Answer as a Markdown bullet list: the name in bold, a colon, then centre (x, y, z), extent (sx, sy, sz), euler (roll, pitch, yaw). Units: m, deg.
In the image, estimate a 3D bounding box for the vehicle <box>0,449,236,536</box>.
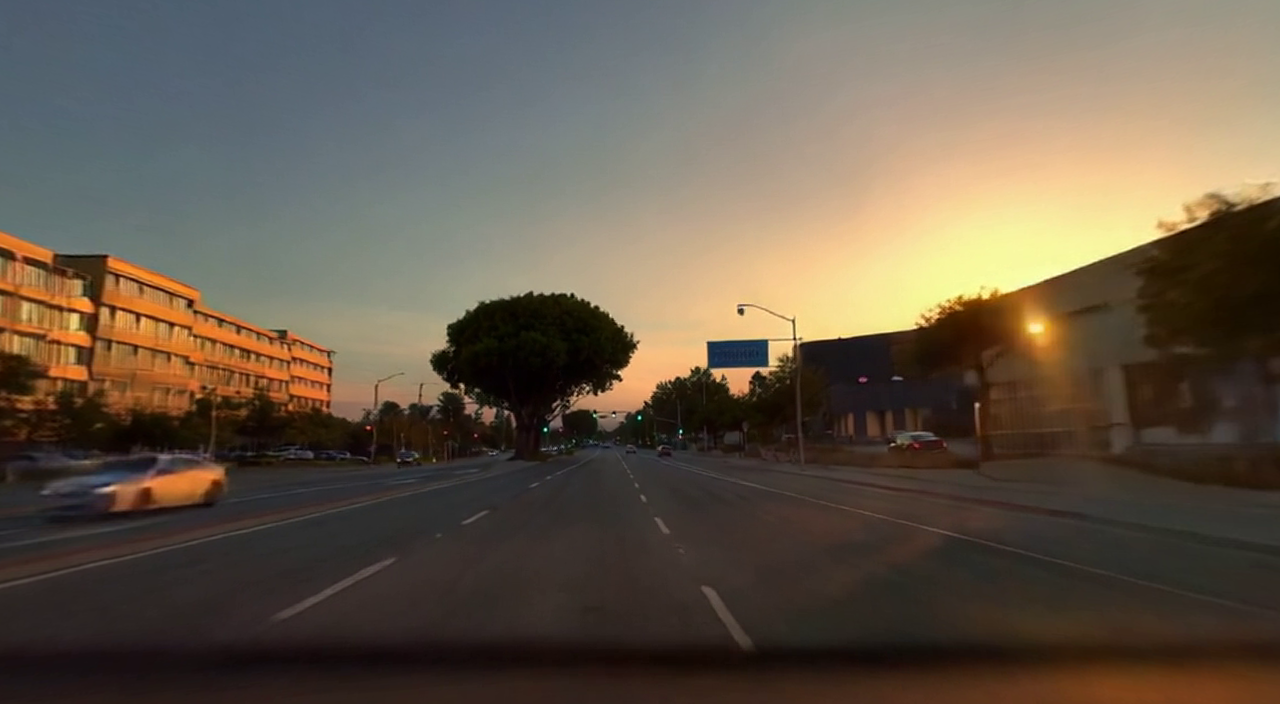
- **vehicle**: centre (-11.011, 2.874, 13.620), extent (1.893, 1.525, 4.237), euler (0, -8, -2)
